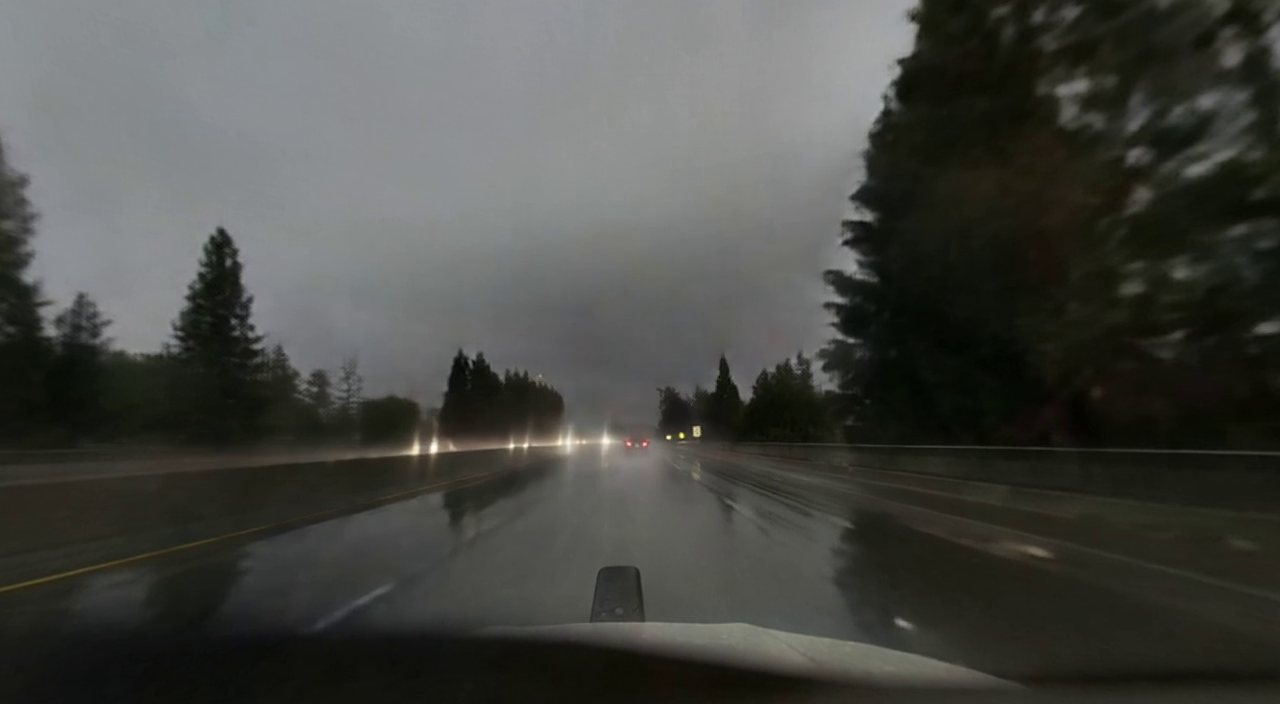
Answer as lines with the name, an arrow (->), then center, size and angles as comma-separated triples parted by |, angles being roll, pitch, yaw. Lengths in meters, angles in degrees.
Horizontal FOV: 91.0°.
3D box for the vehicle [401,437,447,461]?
vehicle -> -16.299, 7.315, 47.666 | 1.914, 1.668, 4.316 | 0, -8, 0
